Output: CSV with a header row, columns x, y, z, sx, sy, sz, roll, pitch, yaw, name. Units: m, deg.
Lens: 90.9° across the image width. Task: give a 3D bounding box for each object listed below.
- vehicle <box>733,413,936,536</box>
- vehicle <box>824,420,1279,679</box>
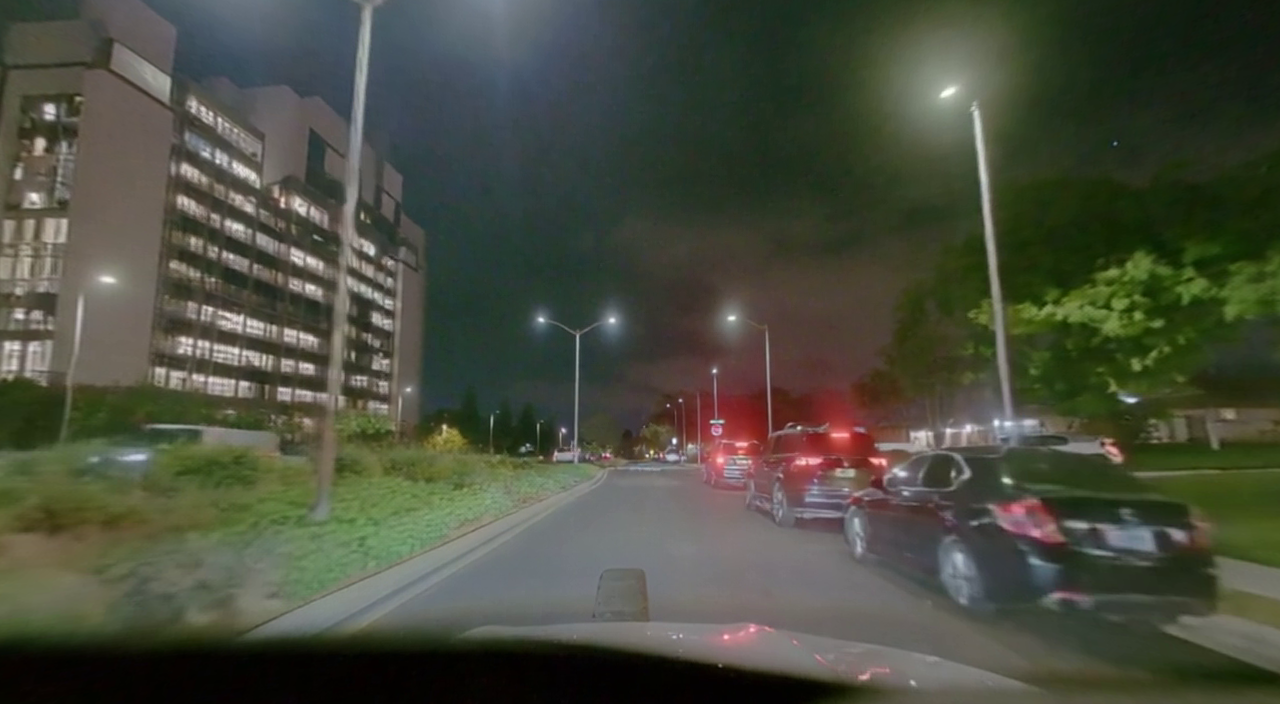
x,y,z,sx,sy,sz,roll,pitch,yaw,name
3.200,2.160,11.660,2.150,1.770,4.801,0,-9,-1,vehicle
3.246,1.453,5.832,1.848,1.442,4.425,0,-9,2,vehicle
